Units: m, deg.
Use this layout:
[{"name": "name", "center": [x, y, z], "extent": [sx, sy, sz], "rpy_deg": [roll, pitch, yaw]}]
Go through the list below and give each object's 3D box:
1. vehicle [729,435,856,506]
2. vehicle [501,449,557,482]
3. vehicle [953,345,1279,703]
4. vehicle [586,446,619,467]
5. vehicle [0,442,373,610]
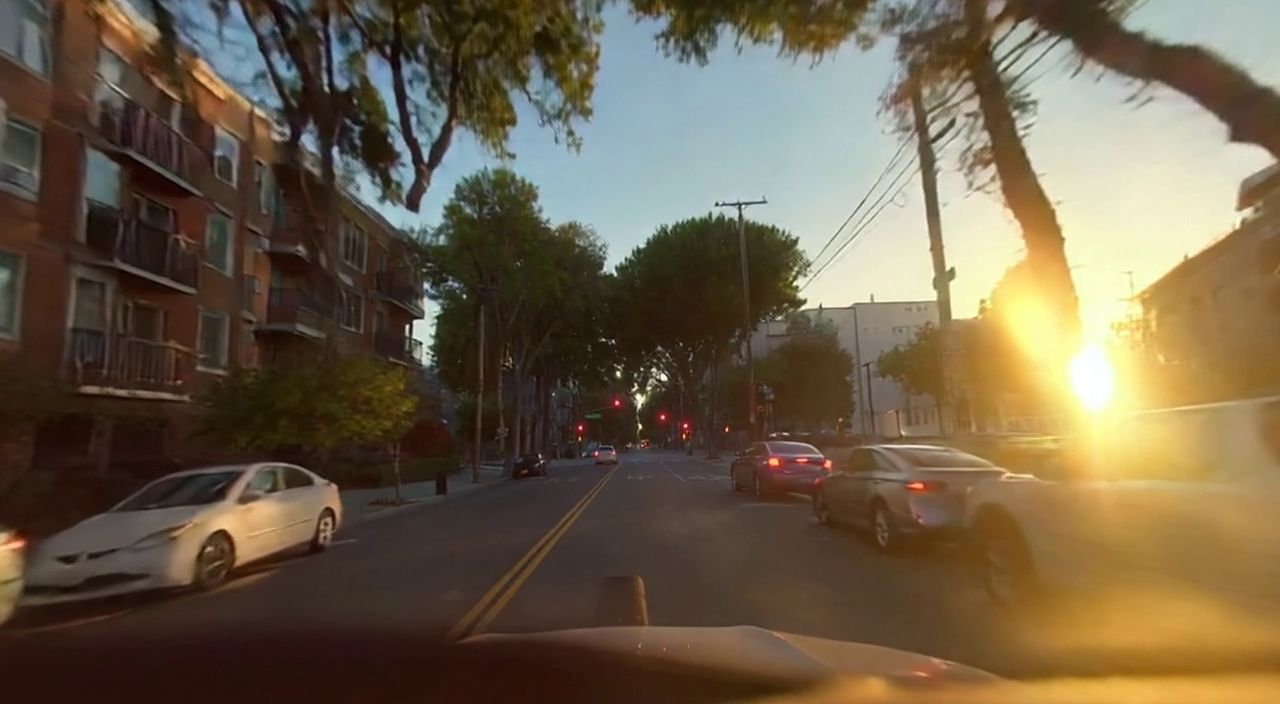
[{"name": "vehicle", "center": [4.015, 3.196, 17.604], "extent": [2.082, 1.662, 4.753], "rpy_deg": [0, -8, -4]}, {"name": "vehicle", "center": [-5.755, 5.912, 33.244], "extent": [1.947, 1.473, 4.397], "rpy_deg": [-4, -8, 1]}, {"name": "vehicle", "center": [3.948, 0.992, 3.226], "extent": [2.093, 1.857, 5.414], "rpy_deg": [1, -8, 2]}, {"name": "vehicle", "center": [-2.679, 7.553, 45.735], "extent": [2.029, 1.438, 4.313], "rpy_deg": [0, -8, 1]}, {"name": "vehicle", "center": [-5.942, 2.201, 9.082], "extent": [2.142, 1.775, 4.428], "rpy_deg": [0, -8, 2]}]
